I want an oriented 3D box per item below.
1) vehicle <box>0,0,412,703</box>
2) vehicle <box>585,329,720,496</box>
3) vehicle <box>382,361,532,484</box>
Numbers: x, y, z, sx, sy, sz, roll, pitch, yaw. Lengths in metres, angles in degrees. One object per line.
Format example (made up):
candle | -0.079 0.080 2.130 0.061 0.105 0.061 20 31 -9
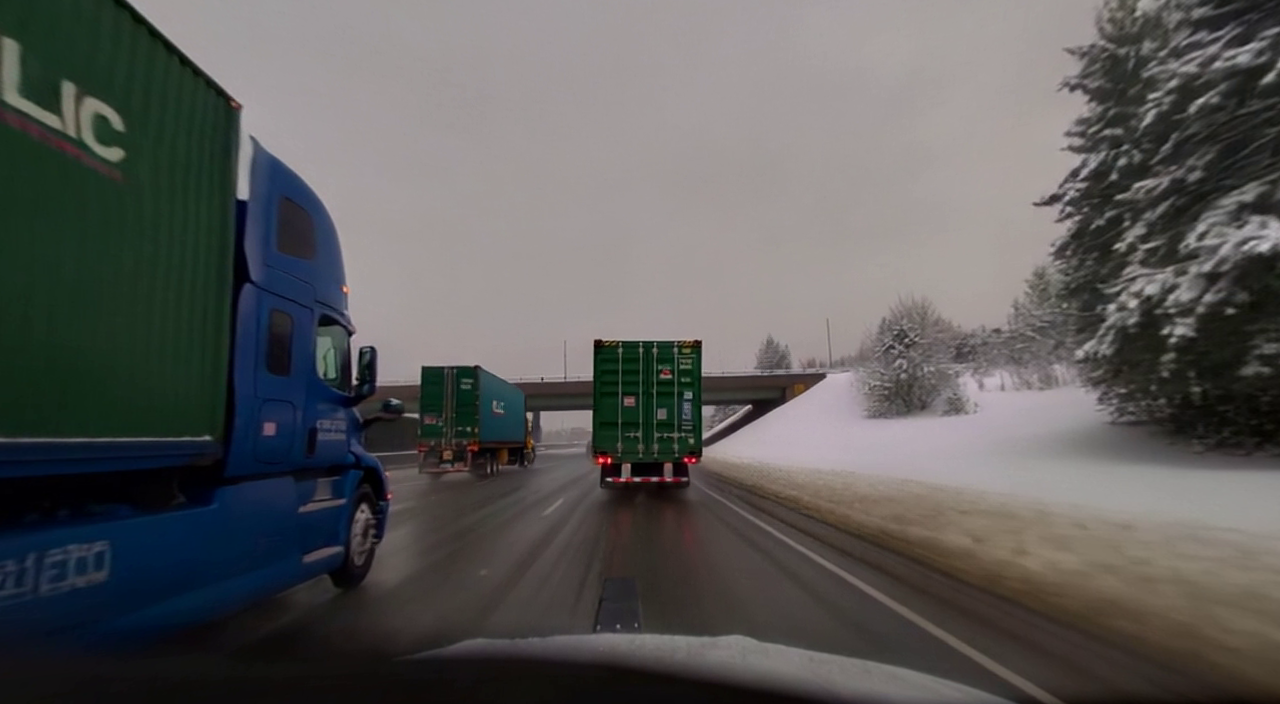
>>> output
vehicle | -3.477 -0.272 1.496 3.187 3.949 6.963 0 -9 0
vehicle | 0.189 2.053 19.745 3.357 4.212 7.519 0 -9 -2
vehicle | -7.240 3.265 27.523 3.023 4.139 11.860 0 -9 0
